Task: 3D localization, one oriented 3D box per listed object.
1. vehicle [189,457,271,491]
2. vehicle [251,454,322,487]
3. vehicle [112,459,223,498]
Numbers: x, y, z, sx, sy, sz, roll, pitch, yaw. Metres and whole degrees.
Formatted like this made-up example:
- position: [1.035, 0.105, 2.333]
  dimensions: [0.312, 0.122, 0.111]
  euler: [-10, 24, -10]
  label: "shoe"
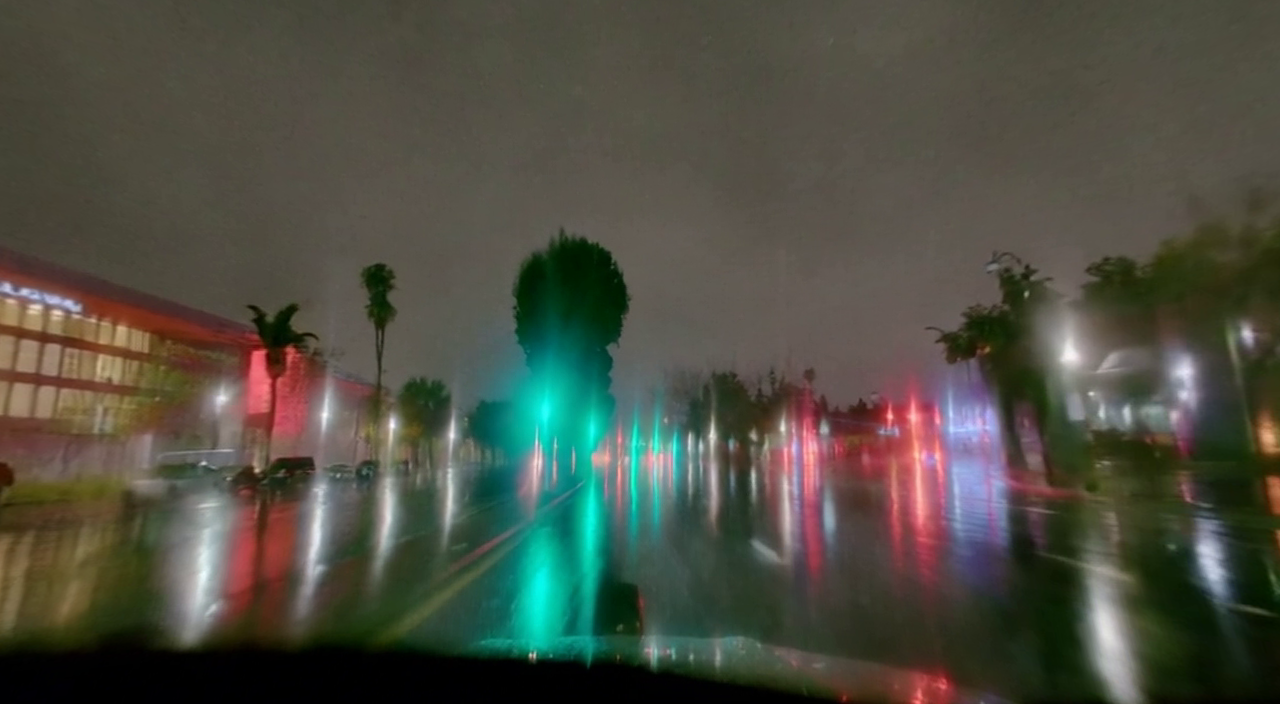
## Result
- position: [-25.811, 7.682, 40.056]
  dimensions: [2.136, 1.843, 5.019]
  euler: [0, -8, -5]
  label: "vehicle"
- position: [-25.789, 8.602, 46.307]
  dimensions: [2.291, 2.040, 5.186]
  euler: [-3, -8, -1]
  label: "vehicle"
- position: [-25.416, 6.787, 34.294]
  dimensions: [2.099, 1.814, 5.092]
  euler: [0, -8, -1]
  label: "vehicle"
